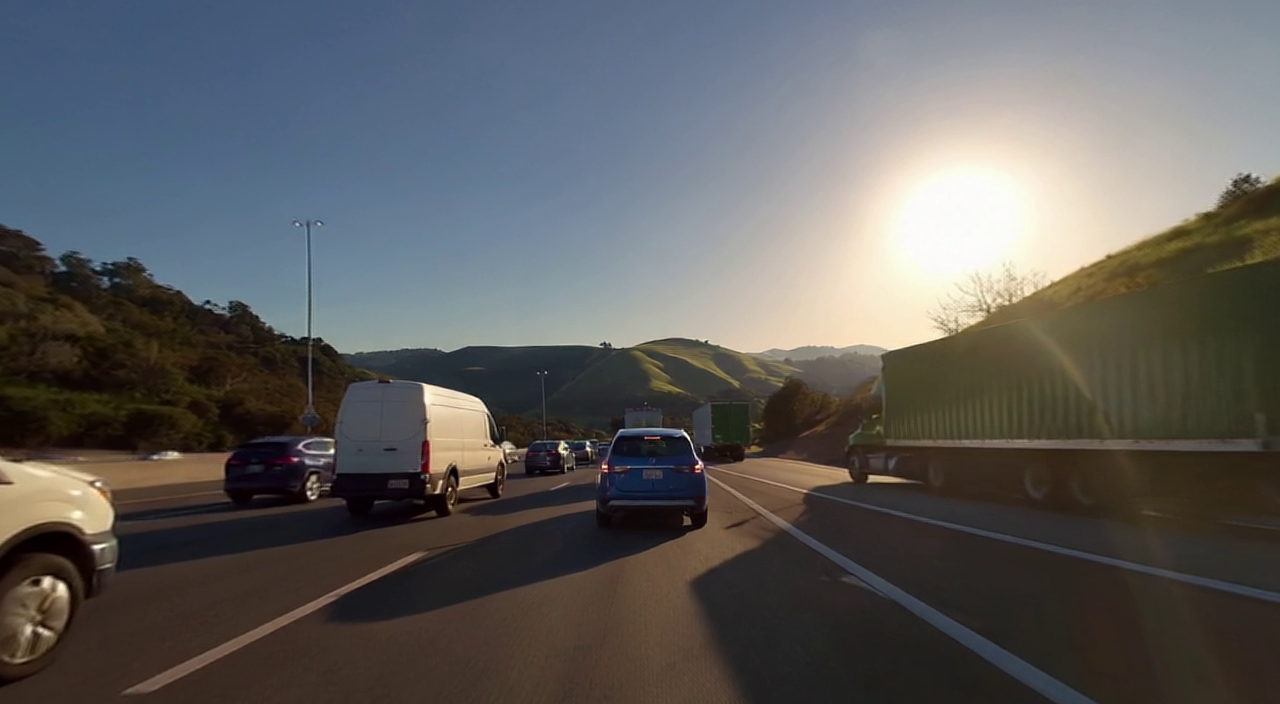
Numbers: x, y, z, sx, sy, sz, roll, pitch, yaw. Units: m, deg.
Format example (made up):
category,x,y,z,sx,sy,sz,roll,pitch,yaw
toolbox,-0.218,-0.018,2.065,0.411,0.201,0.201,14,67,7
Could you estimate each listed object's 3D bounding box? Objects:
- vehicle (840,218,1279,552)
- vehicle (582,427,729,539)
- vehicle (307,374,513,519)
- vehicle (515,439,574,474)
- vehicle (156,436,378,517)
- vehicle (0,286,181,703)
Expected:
category,x,y,z,sx,sy,sz,roll,pitch,yaw
vehicle,8.129,1.141,12.562,2.977,3.878,11.111,1,-9,-10
vehicle,0.164,2.076,10.631,2.003,1.499,3.930,0,-8,-1
vehicle,-4.608,2.072,13.975,2.300,2.522,5.701,0,-8,1
vehicle,-4.341,4.834,29.446,2.007,1.457,4.447,0,-8,1
vehicle,-7.844,2.623,13.965,1.968,1.459,4.737,-1,-8,1
vehicle,-4.275,0.493,1.527,2.195,2.086,5.445,0,-8,0
